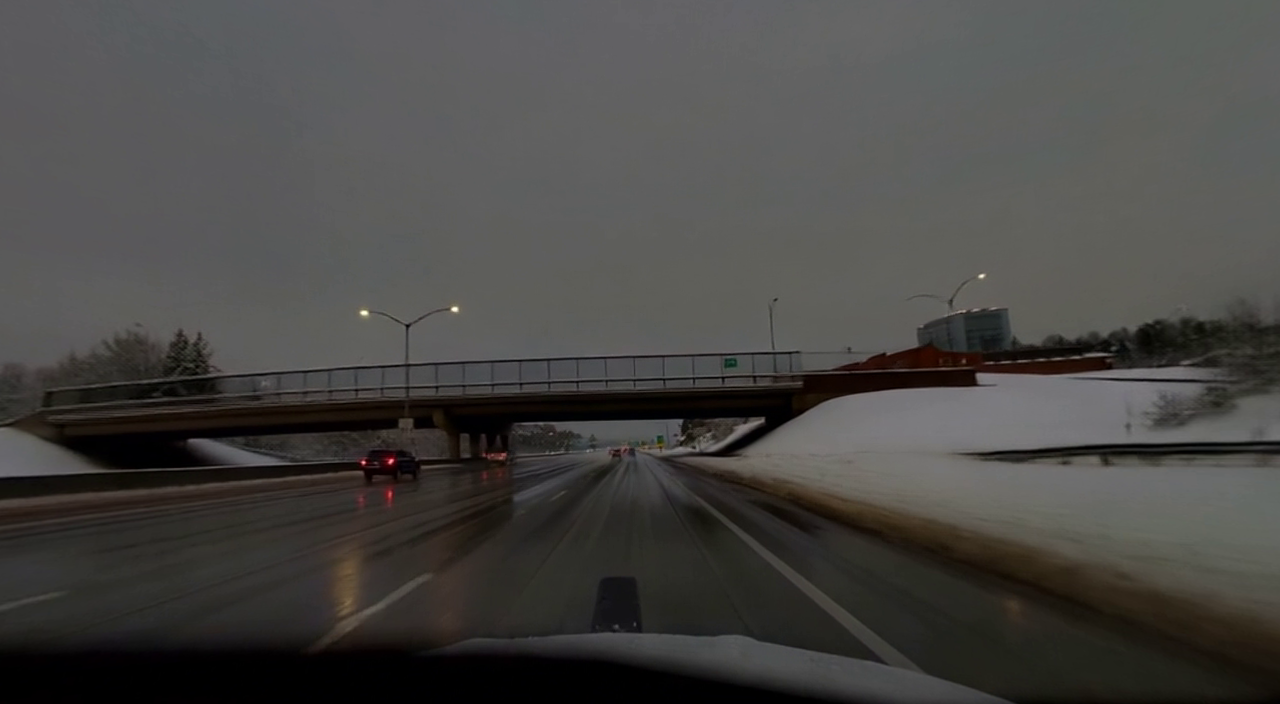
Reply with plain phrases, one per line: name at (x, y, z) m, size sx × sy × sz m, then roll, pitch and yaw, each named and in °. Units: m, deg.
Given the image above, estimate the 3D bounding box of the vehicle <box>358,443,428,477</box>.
vehicle at (-14.404, 6.314, 37.234) m, size 2.049 × 1.792 × 5.177 m, roll 0°, pitch -9°, yaw 0°
